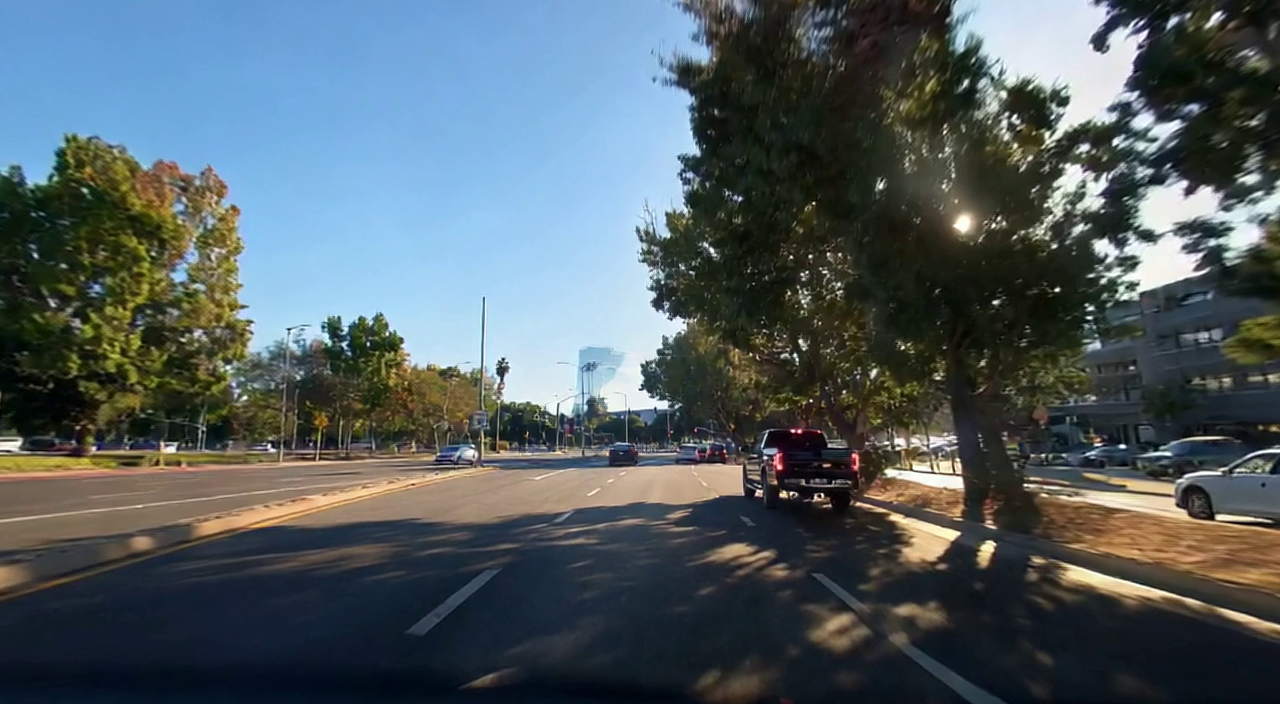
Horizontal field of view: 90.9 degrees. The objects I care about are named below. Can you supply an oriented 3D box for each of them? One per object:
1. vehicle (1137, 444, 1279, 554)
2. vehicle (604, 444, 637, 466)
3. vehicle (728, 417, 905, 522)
[{"bbox_3d":[9.862,2.103,8.988,1.963,1.513,4.600,1,-8,3],"label":"vehicle"},{"bbox_3d":[-1.406,7.702,47.389,1.958,1.542,4.175,-1,-9,5],"label":"vehicle"},{"bbox_3d":[3.441,2.451,13.769,2.333,1.777,5.713,0,-8,2],"label":"vehicle"}]
